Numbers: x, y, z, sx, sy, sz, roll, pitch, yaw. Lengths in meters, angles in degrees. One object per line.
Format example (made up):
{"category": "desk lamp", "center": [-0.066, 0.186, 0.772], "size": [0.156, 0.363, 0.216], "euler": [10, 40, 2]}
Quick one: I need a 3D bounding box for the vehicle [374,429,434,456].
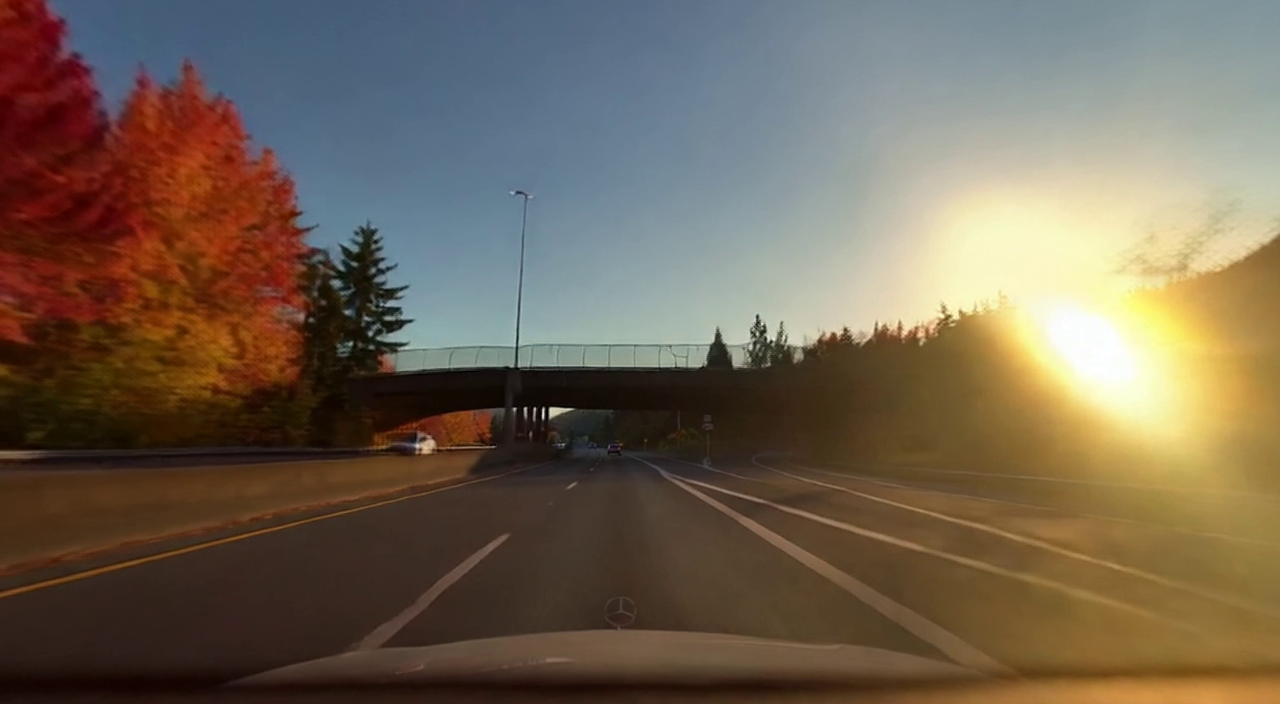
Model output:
{"category": "vehicle", "center": [-14.112, 5.464, 37.691], "size": [1.974, 1.541, 4.247], "euler": [0, -9, -1]}
